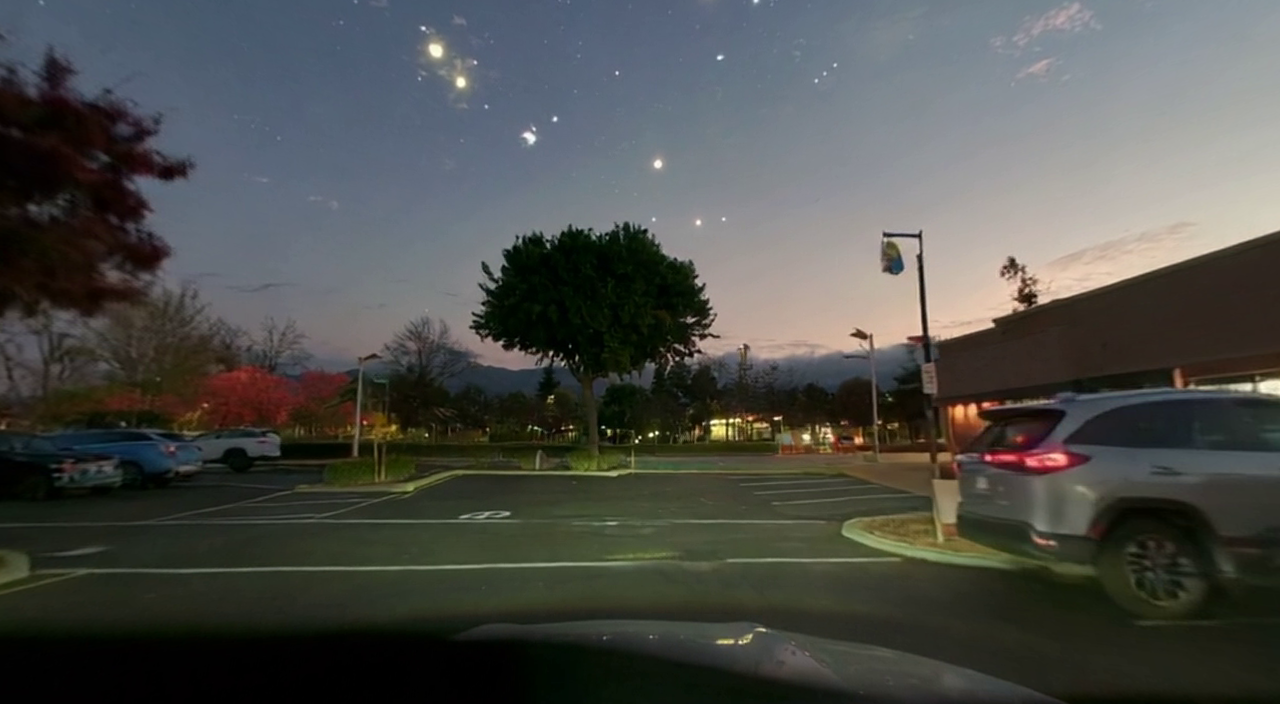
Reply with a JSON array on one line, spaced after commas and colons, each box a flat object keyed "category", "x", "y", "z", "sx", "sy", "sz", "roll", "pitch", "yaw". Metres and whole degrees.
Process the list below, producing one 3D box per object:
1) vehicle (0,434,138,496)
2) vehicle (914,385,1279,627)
[{"category": "vehicle", "x": -15.849, "y": 2.911, "z": 16.491, "sx": 3.963, "sy": 1.495, "sz": 1.856, "roll": 5, "pitch": -10, "yaw": -31}, {"category": "vehicle", "x": 5.823, "y": 1.250, "z": 5.662, "sx": 5.671, "sy": 1.718, "sz": 2.227, "roll": 0, "pitch": -8, "yaw": 2}]
